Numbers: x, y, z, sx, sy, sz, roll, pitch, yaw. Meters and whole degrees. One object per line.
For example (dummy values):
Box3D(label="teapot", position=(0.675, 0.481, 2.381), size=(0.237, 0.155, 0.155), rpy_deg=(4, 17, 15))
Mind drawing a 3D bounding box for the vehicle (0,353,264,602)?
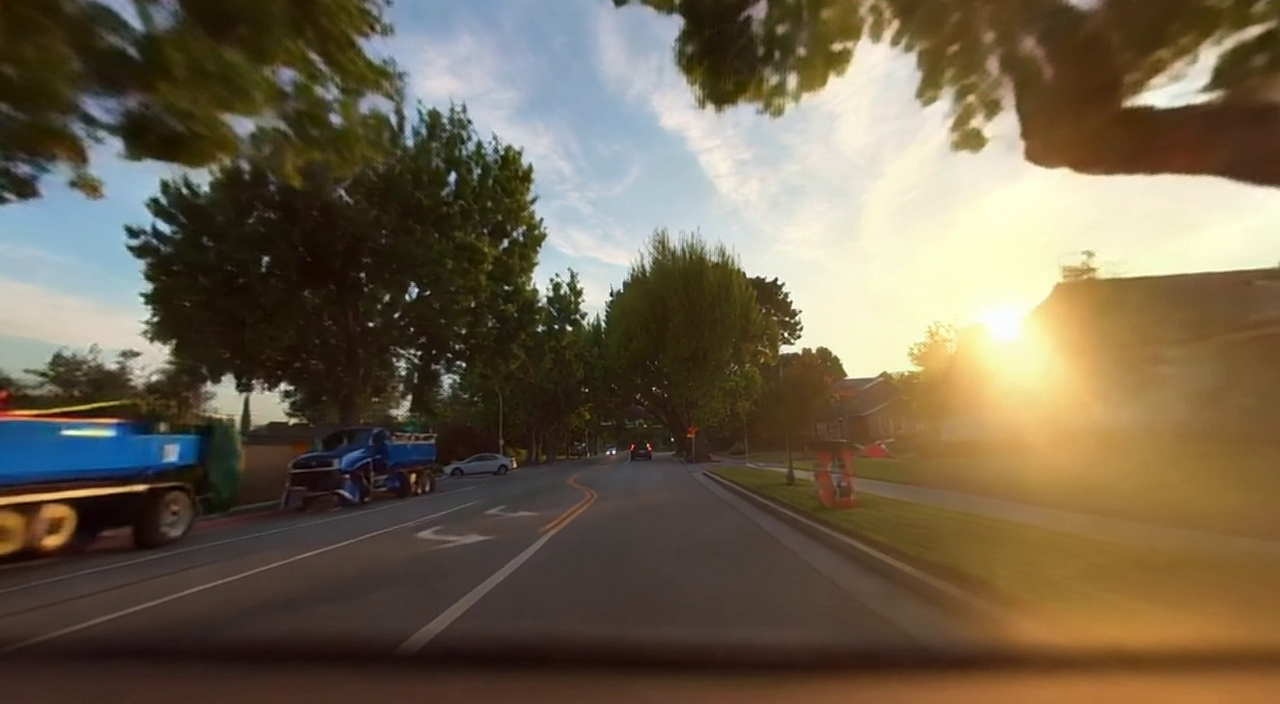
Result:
Box3D(label="vehicle", position=(-9.476, 1.632, 8.332), size=(2.970, 3.068, 9.784), rpy_deg=(0, -8, 0))

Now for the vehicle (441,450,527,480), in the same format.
Box3D(label="vehicle", position=(-9.176, 6.682, 37.453), size=(4.594, 1.696, 1.971), rpy_deg=(0, -8, -1))

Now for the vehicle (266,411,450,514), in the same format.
Box3D(label="vehicle", position=(-9.216, 3.719, 21.780), size=(2.816, 2.723, 7.506), rpy_deg=(-5, -9, 1))
